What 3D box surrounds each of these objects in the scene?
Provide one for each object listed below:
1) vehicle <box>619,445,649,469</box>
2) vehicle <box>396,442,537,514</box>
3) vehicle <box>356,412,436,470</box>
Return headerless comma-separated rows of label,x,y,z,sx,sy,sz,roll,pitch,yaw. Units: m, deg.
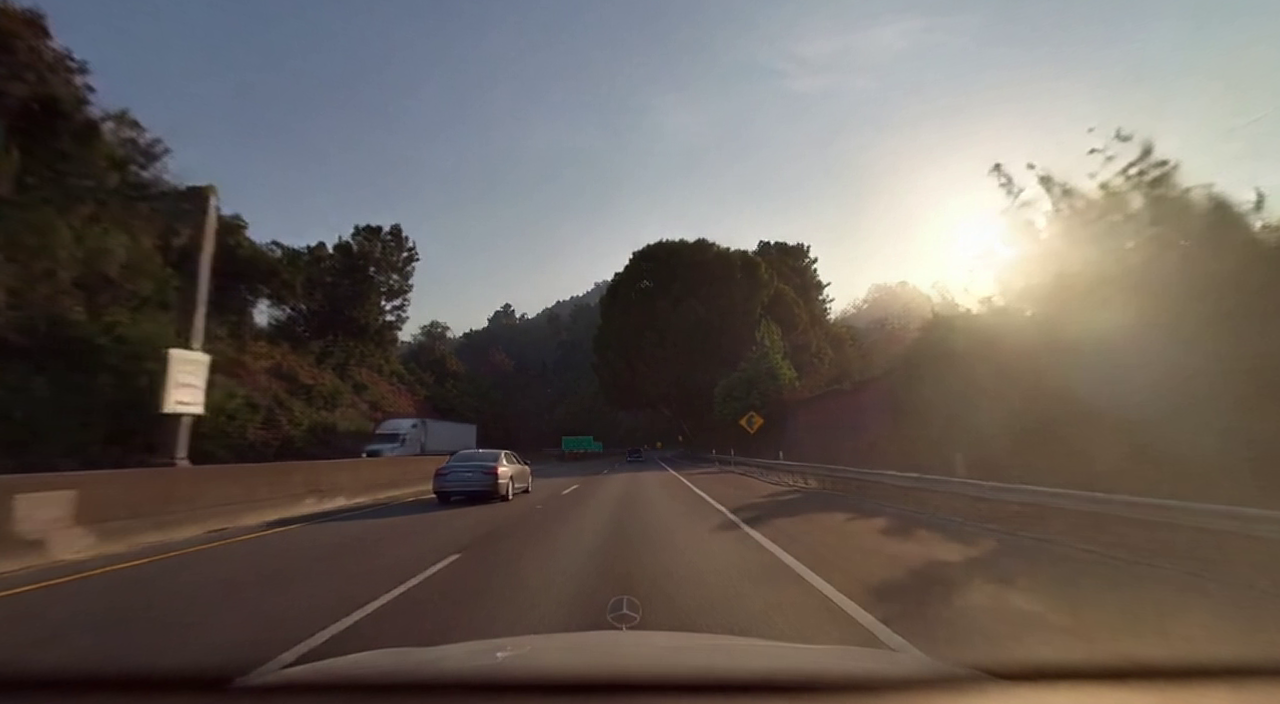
vehicle,-0.394,7.297,44.151,2.011,1.590,3.607,0,-9,1
vehicle,-4.013,2.992,15.567,2.157,1.483,4.601,0,-9,0
vehicle,-16.933,6.283,44.262,3.013,3.781,6.029,0,-8,1
